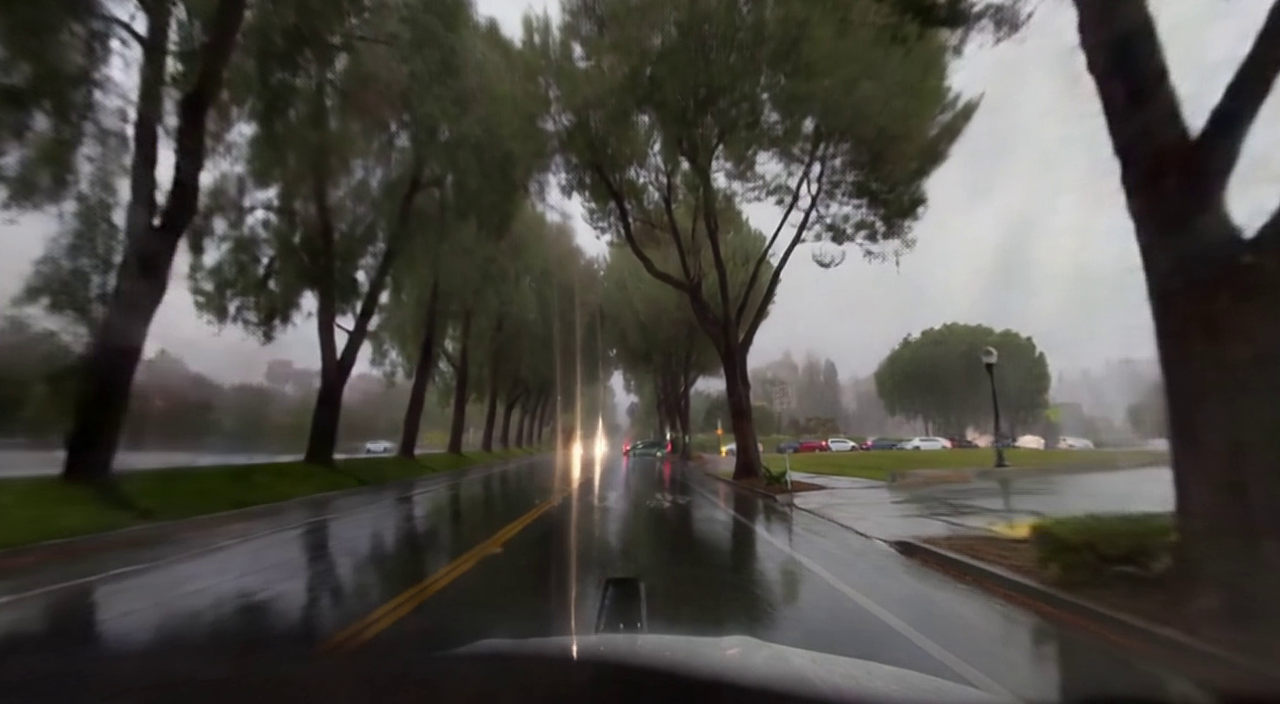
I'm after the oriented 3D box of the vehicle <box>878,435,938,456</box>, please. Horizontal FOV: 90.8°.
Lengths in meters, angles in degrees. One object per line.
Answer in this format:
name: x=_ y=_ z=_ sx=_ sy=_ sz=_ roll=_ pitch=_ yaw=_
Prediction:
vehicle: x=20.875 y=7.330 z=49.246 sx=3.830 sy=1.429 sz=1.890 roll=4 pitch=-10 yaw=-10
